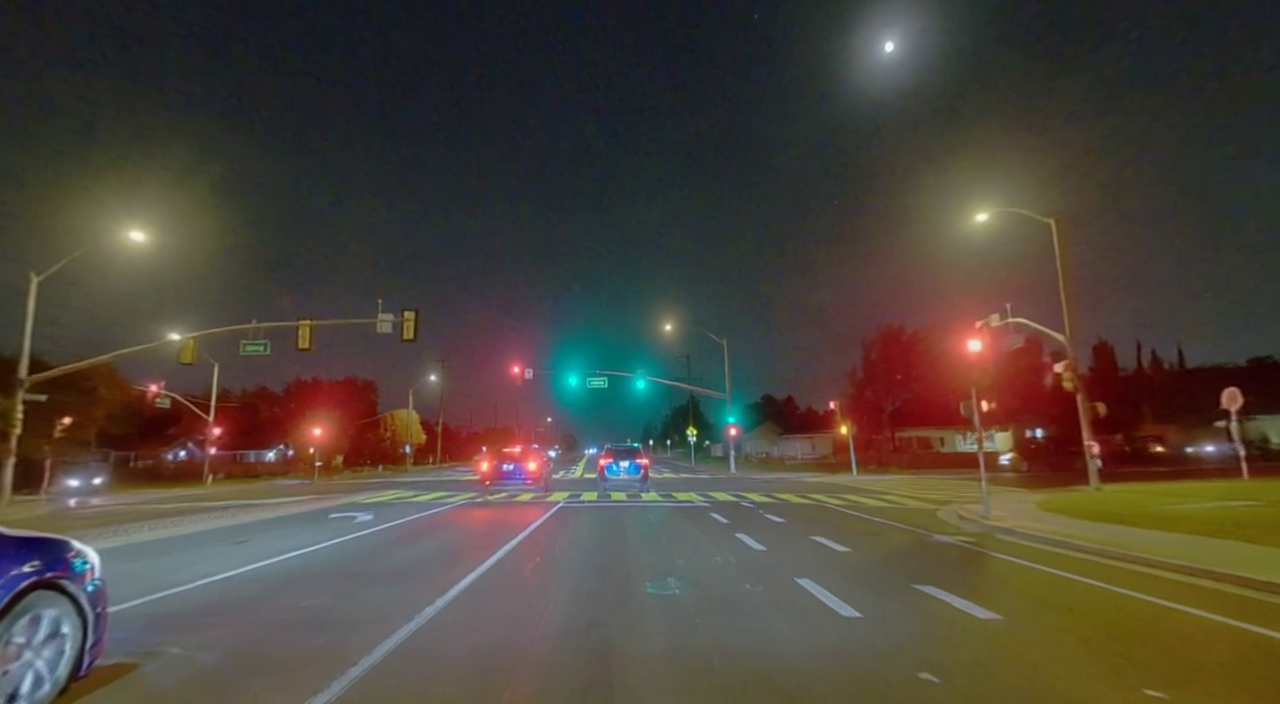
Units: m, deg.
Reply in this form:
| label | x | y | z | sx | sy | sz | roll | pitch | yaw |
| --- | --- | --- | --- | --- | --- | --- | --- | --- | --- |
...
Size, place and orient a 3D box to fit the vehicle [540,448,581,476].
| label | x | y | z | sx | sy | sz | roll | pitch | yaw |
| --- | --- | --- | --- | --- | --- | --- | --- | --- | --- |
| vehicle | -4.435 | 6.182 | 35.628 | 1.863 | 1.449 | 4.153 | 0 | -9 | -1 |

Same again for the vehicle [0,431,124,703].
| label | x | y | z | sx | sy | sz | roll | pitch | yaw |
| --- | --- | --- | --- | --- | --- | --- | --- | --- | --- |
| vehicle | -3.192 | 0.720 | 0.432 | 1.901 | 1.409 | 4.442 | 0 | -9 | 0 |

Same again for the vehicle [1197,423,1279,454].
| label | x | y | z | sx | sy | sz | roll | pitch | yaw |
| --- | --- | --- | --- | --- | --- | --- | --- | --- | --- |
| vehicle | 35.318 | 5.137 | 37.257 | 1.901 | 1.712 | 3.920 | -3 | -9 | 14 |

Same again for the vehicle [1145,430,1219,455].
| label | x | y | z | sx | sy | sz | roll | pitch | yaw |
| --- | --- | --- | --- | --- | --- | --- | --- | --- | --- |
| vehicle | 32.391 | 5.424 | 37.871 | 1.754 | 1.414 | 3.590 | -2 | -9 | 11 |

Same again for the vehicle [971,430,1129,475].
| label | x | y | z | sx | sy | sz | roll | pitch | yaw |
| --- | --- | --- | --- | --- | --- | --- | --- | --- | --- |
| vehicle | 18.951 | 4.672 | 29.519 | 5.652 | 1.990 | 2.190 | -2 | -9 | 12 |

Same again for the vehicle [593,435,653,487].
| label | x | y | z | sx | sy | sz | roll | pitch | yaw |
| --- | --- | --- | --- | --- | --- | --- | --- | --- | --- |
| vehicle | -0.687 | 4.244 | 24.878 | 2.155 | 1.836 | 4.250 | 0 | -9 | -2 |

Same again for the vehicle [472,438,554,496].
| label | x | y | z | sx | sy | sz | roll | pitch | yaw |
| --- | --- | --- | --- | --- | --- | --- | --- | --- | --- |
| vehicle | -4.047 | 3.731 | 20.845 | 1.899 | 1.685 | 4.121 | 0 | -9 | -1 |
